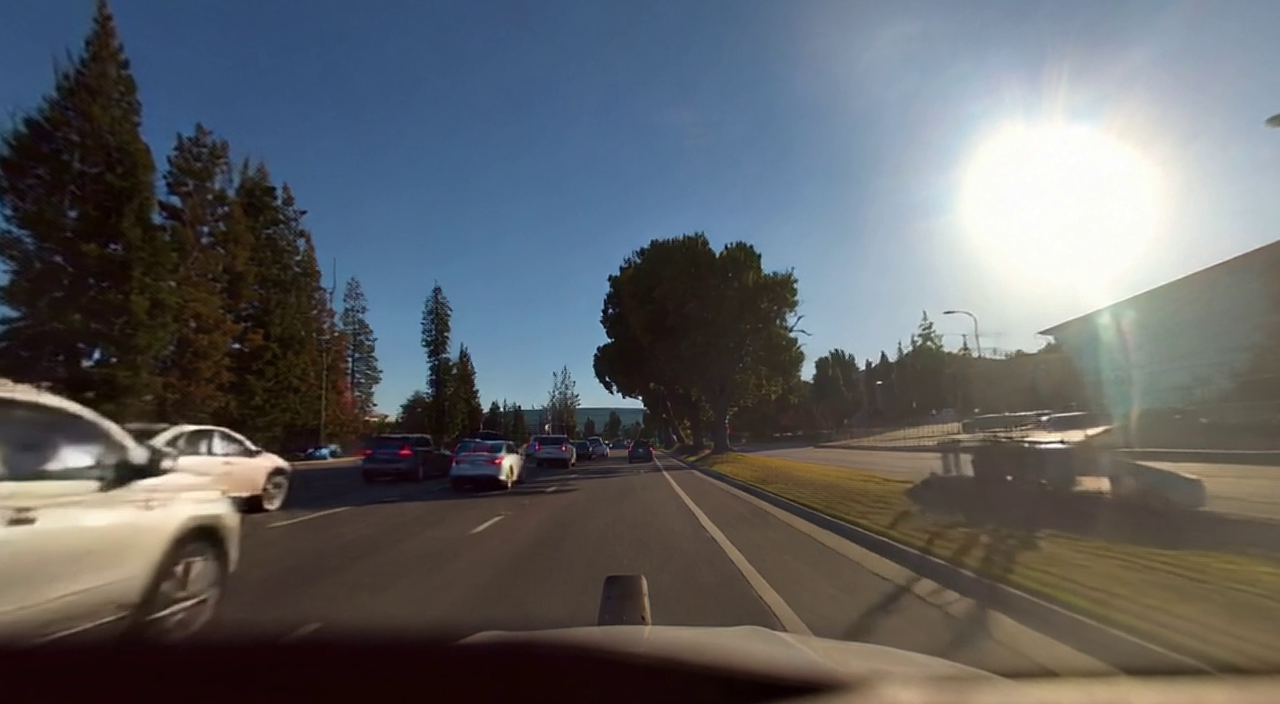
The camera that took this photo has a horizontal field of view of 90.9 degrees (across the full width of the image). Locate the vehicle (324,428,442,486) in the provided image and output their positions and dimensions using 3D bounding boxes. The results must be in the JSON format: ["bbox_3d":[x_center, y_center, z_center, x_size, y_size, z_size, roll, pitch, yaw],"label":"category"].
[{"bbox_3d":[-8.369,3.456,21.055,1.959,1.668,4.557,0,-8,1],"label":"vehicle"}]

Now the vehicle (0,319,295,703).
[{"bbox_3d":[-4.013,0.754,2.585,2.242,1.852,5.201,0,-8,0],"label":"vehicle"}]

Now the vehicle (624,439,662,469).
[{"bbox_3d":[0.157,5.362,33.204,1.875,1.453,3.888,0,-8,0],"label":"vehicle"}]

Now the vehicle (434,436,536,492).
[{"bbox_3d":[-4.520,3.317,19.084,2.068,1.480,4.039,0,-8,0],"label":"vehicle"}]

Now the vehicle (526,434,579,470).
[{"bbox_3d":[-4.480,5.215,33.099,2.042,1.713,4.493,-1,-8,2],"label":"vehicle"}]
